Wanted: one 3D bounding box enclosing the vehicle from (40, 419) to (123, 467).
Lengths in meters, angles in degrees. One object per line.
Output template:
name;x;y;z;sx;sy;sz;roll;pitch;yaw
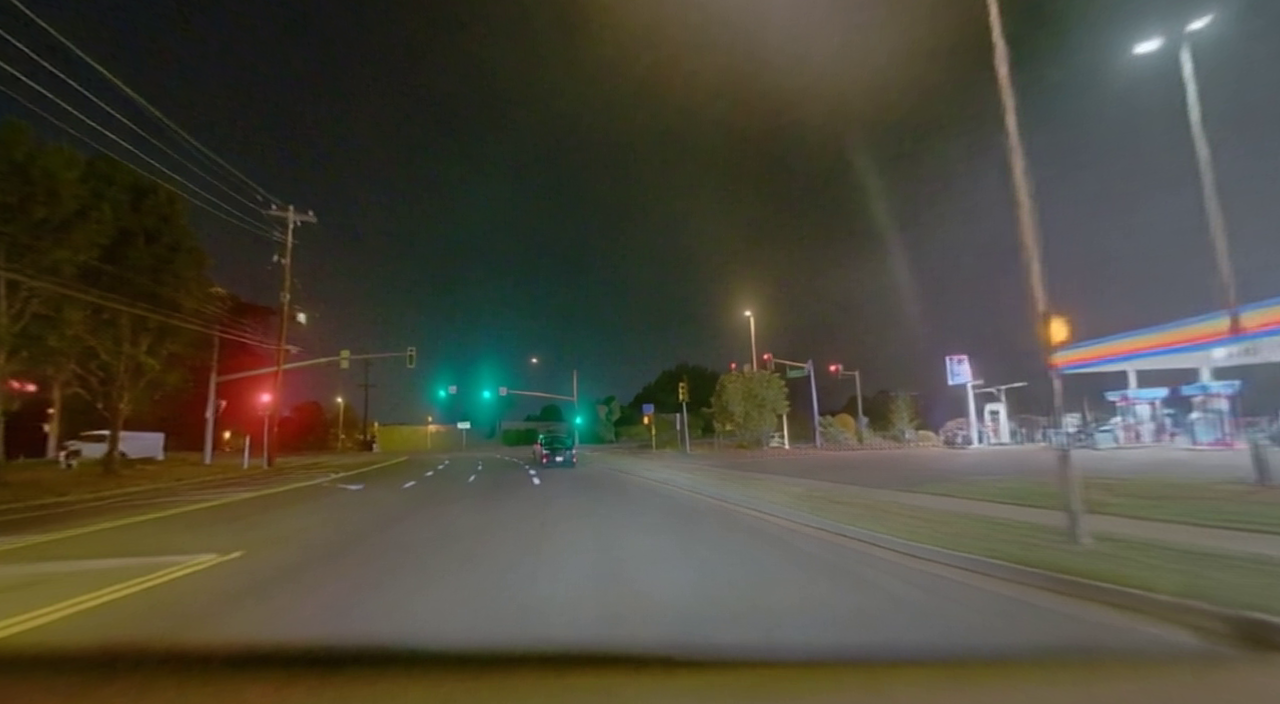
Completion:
vehicle;-31.668;5.162;35.654;2.427;2.514;2.560;-5;-9;22

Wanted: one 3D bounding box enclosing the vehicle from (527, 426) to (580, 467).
vehicle;-4.408;4.680;31.355;2.300;1.868;4.690;1;-8;-12
